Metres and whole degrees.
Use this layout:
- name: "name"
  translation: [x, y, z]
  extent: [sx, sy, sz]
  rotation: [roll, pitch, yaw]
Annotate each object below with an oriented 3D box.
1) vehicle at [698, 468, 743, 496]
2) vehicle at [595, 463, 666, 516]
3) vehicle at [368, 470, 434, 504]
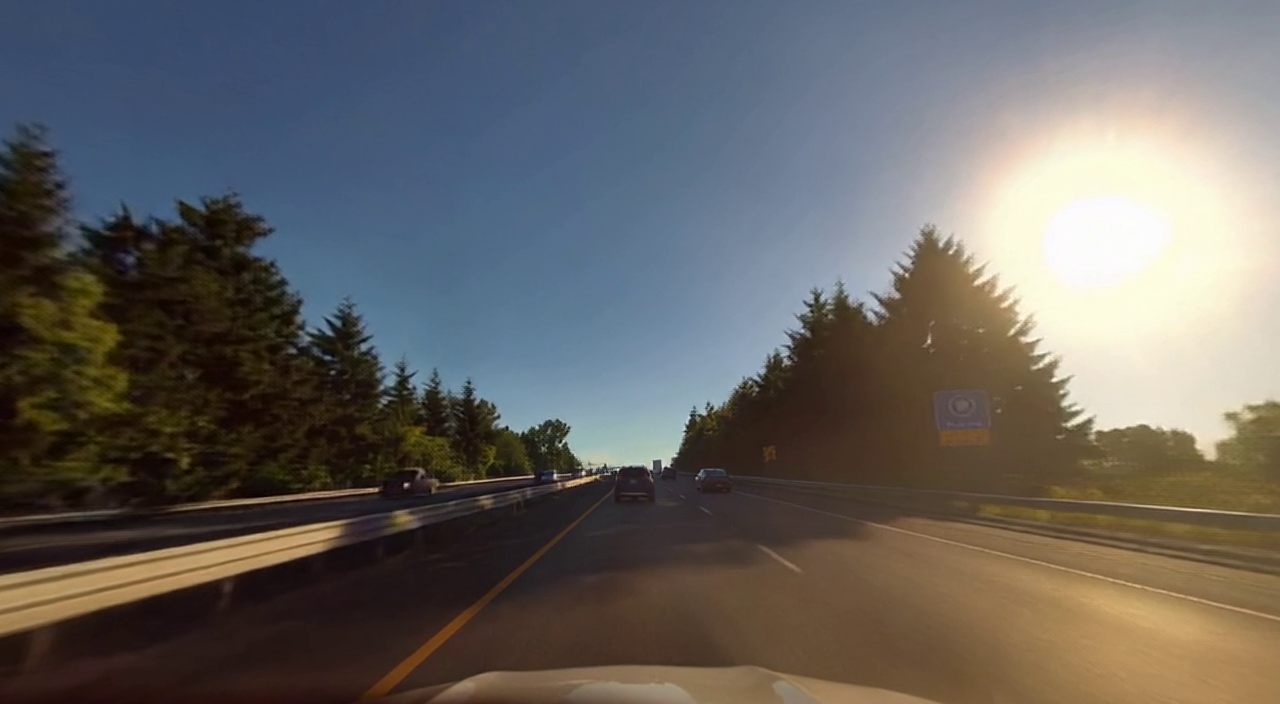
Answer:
- name: "vehicle"
  translation: [4.516, 7.373, 35.952]
  extent: [1.974, 1.476, 4.119]
  rotation: [1, -10, -1]
- name: "vehicle"
  translation: [-0.287, 4.342, 20.178]
  extent: [2.060, 1.473, 3.726]
  rotation: [1, -10, -1]
- name: "vehicle"
  translation: [-12.322, 6.950, 32.760]
  extent: [1.856, 1.595, 3.945]
  rotation: [1, -10, 0]
